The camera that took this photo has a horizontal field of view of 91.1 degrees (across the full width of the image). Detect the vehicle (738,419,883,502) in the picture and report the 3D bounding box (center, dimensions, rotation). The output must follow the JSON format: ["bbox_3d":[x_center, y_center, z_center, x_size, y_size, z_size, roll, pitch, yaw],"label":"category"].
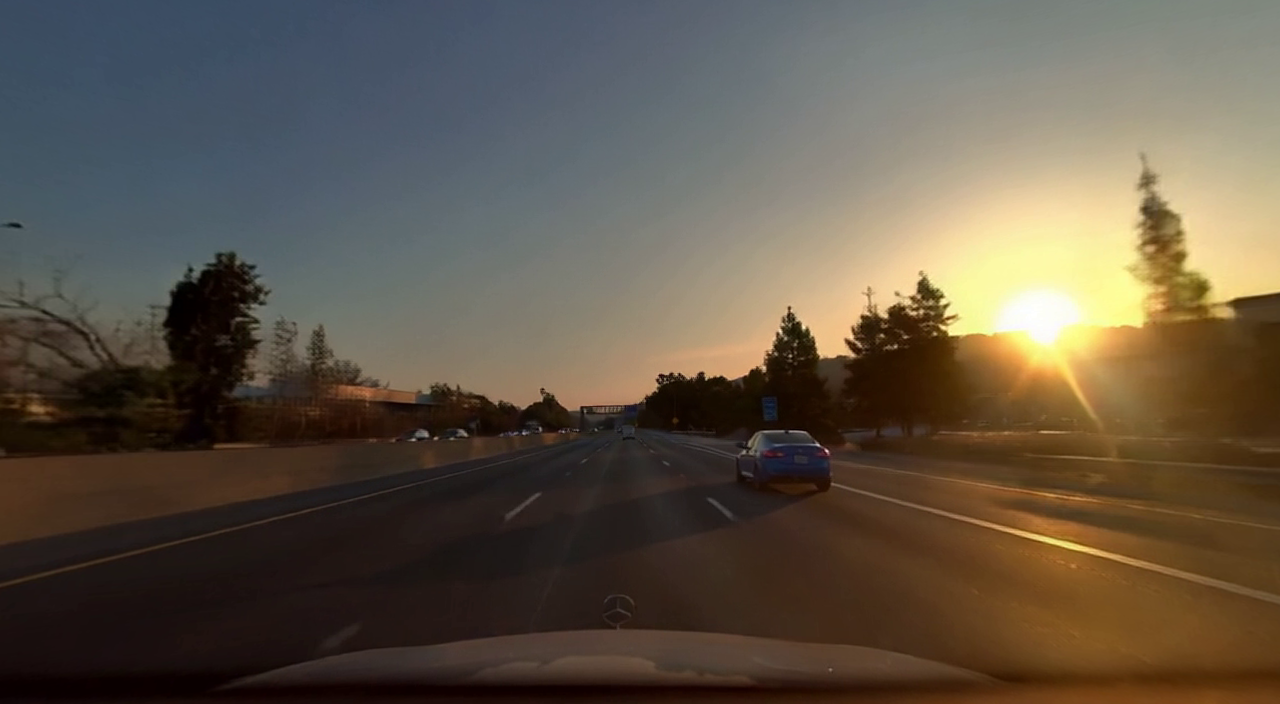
[{"bbox_3d":[3.554,2.328,13.969,1.973,1.563,3.959,0,-8,-2],"label":"vehicle"}]
